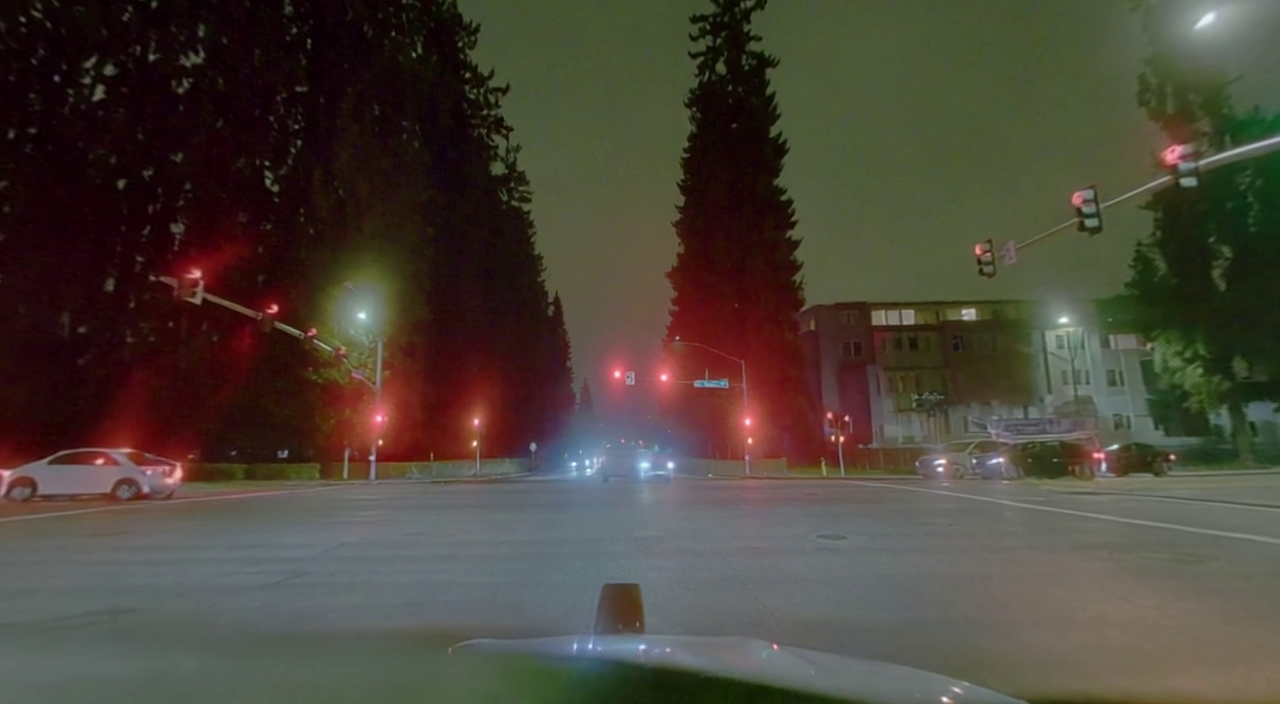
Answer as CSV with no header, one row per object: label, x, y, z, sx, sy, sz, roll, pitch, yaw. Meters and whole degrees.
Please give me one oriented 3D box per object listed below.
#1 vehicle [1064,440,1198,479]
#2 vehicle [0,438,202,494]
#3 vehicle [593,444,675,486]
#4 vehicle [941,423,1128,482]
vehicle,23.212,5.079,30.027,4.569,1.794,2.088,0,-8,0
vehicle,-18.650,3.968,22.013,4.798,1.763,2.536,0,-10,0
vehicle,-0.396,5.149,29.162,2.162,1.740,4.728,3,-9,-22
vehicle,16.651,4.279,27.007,6.109,2.348,2.683,0,-8,1
